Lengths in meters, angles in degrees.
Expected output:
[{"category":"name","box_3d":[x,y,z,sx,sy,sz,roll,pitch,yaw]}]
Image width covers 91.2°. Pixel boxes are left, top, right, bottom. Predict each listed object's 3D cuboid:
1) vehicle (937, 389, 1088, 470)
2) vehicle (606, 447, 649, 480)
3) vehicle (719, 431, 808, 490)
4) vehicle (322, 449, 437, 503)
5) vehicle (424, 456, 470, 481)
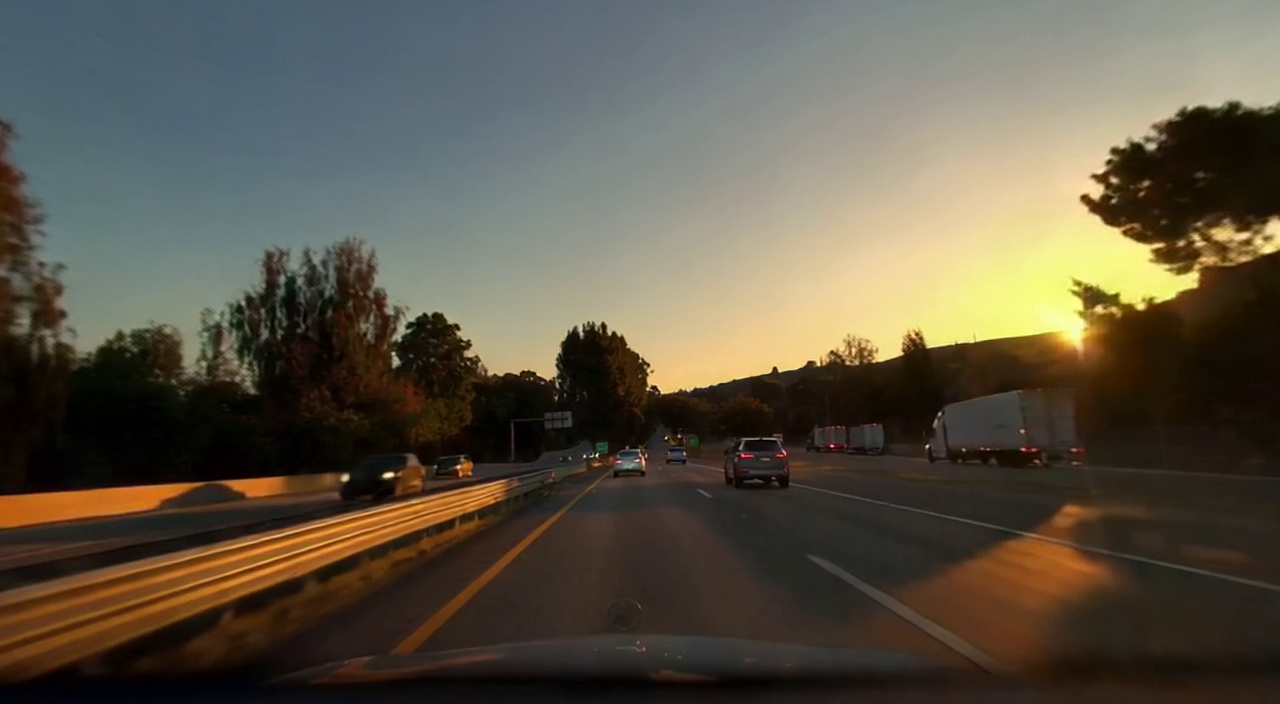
[{"category":"vehicle","box_3d":[22.358,5.050,39.034,2.890,4.108,13.635,-2,-9,8]},{"category":"vehicle","box_3d":[-0.594,5.529,31.274,2.029,1.483,3.769,0,-9,0]},{"category":"vehicle","box_3d":[4.470,4.018,23.563,2.261,1.952,4.784,0,-9,-1]},{"category":"vehicle","box_3d":[-9.132,4.344,22.489,2.063,1.683,4.605,-1,-9,1]},{"category":"vehicle","box_3d":[-13.080,7.894,42.725,1.844,1.542,4.013,0,-9,0]}]
